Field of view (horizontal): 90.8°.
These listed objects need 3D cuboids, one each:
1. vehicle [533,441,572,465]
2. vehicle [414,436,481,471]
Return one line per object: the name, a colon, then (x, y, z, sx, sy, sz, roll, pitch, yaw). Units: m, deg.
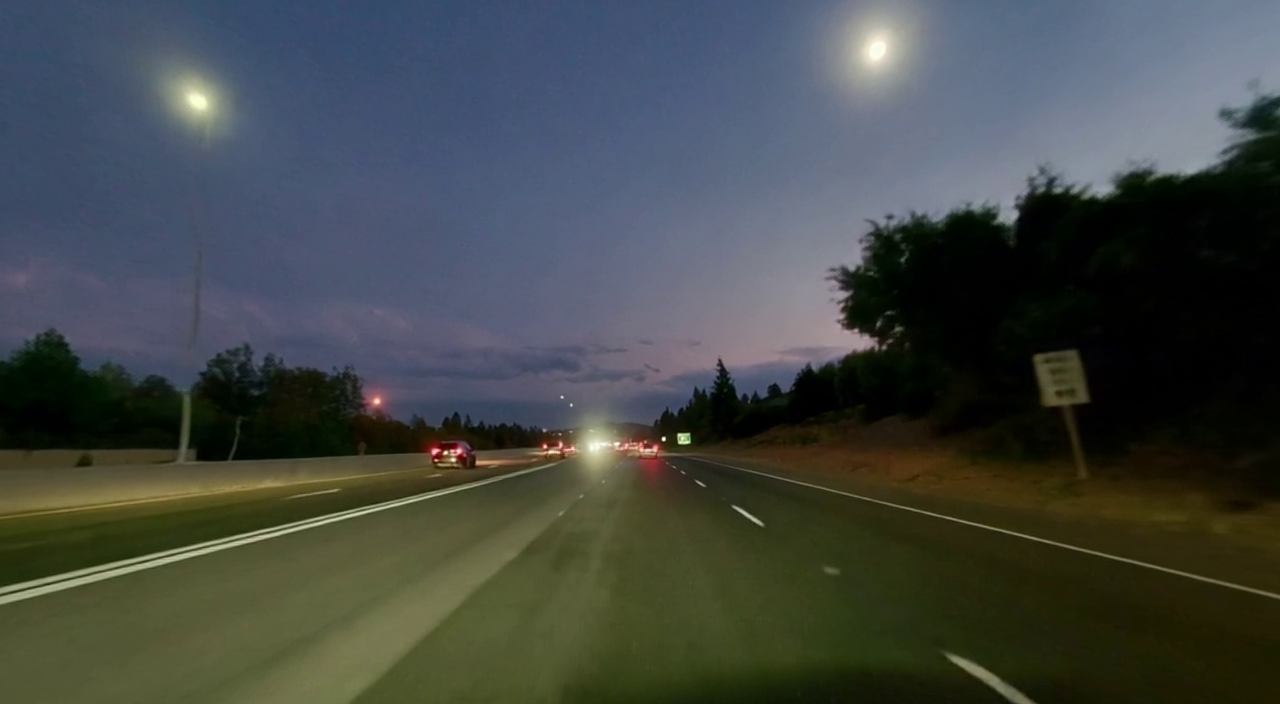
vehicle: (-6.269, 7.303, 45.807, 2.080, 1.694, 4.279, 0, -9, 2)
vehicle: (-10.628, 5.642, 35.332, 2.195, 1.795, 4.659, 0, -9, 1)
